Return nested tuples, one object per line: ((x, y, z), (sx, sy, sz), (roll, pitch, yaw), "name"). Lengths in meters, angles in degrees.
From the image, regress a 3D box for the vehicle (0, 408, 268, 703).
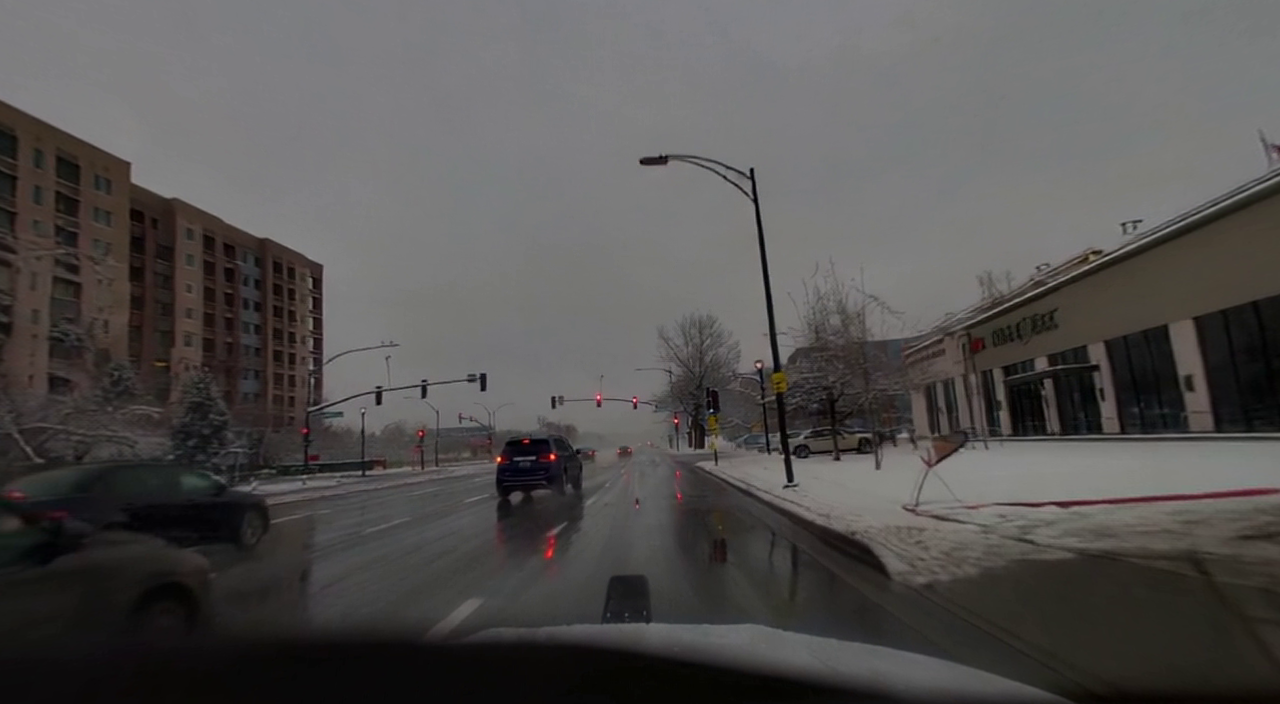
((-3.392, 0.844, 1.543), (2.037, 1.484, 4.603), (-1, -9, 2), "vehicle")

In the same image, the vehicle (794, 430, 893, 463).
((10.286, 4.858, 32.176), (4.361, 1.550, 2.087), (0, -11, 3), "vehicle")

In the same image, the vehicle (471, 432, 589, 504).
((-2.900, 3.214, 17.972), (2.277, 1.743, 4.893), (-1, -9, 3), "vehicle")
